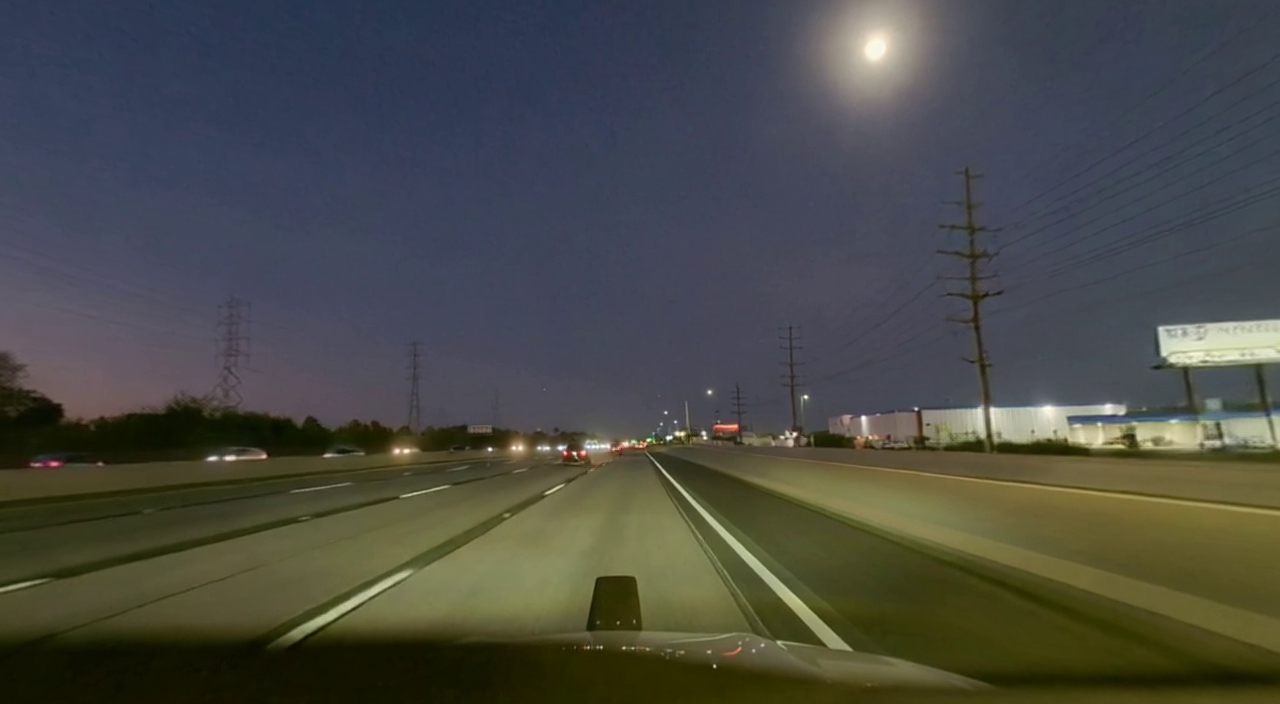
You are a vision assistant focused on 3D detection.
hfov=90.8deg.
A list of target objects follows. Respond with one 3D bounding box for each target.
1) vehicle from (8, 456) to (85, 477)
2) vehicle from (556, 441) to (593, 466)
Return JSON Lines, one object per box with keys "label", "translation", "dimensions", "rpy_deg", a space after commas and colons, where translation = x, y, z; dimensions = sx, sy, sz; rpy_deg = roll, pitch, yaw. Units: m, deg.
{"label": "vehicle", "translation": [-45.912, 8.816, 48.986], "dimensions": [1.856, 1.470, 4.231], "rpy_deg": [0, -8, 0]}
{"label": "vehicle", "translation": [-4.241, 6.667, 41.660], "dimensions": [1.940, 1.479, 4.545], "rpy_deg": [0, -8, 0]}
